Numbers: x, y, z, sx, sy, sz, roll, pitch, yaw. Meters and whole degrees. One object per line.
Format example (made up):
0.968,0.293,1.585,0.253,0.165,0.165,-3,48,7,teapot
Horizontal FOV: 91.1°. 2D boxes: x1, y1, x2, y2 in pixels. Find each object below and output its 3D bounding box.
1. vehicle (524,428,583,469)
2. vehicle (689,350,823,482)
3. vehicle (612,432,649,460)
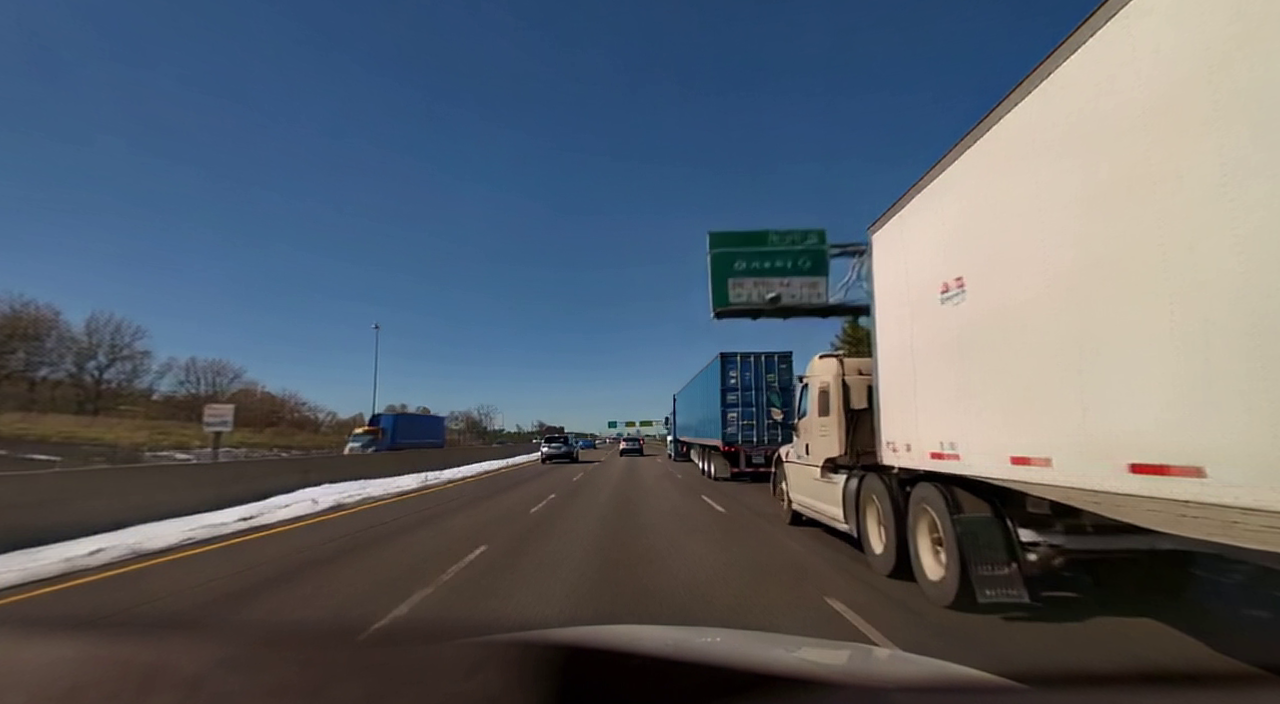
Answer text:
-3.754,4.277,28.105,2.054,1.671,4.445,0,-8,0,vehicle
3.691,2.386,22.321,2.883,3.836,7.894,0,-8,-3,vehicle
-0.601,5.654,37.817,2.088,1.567,4.240,0,-8,-1,vehicle
